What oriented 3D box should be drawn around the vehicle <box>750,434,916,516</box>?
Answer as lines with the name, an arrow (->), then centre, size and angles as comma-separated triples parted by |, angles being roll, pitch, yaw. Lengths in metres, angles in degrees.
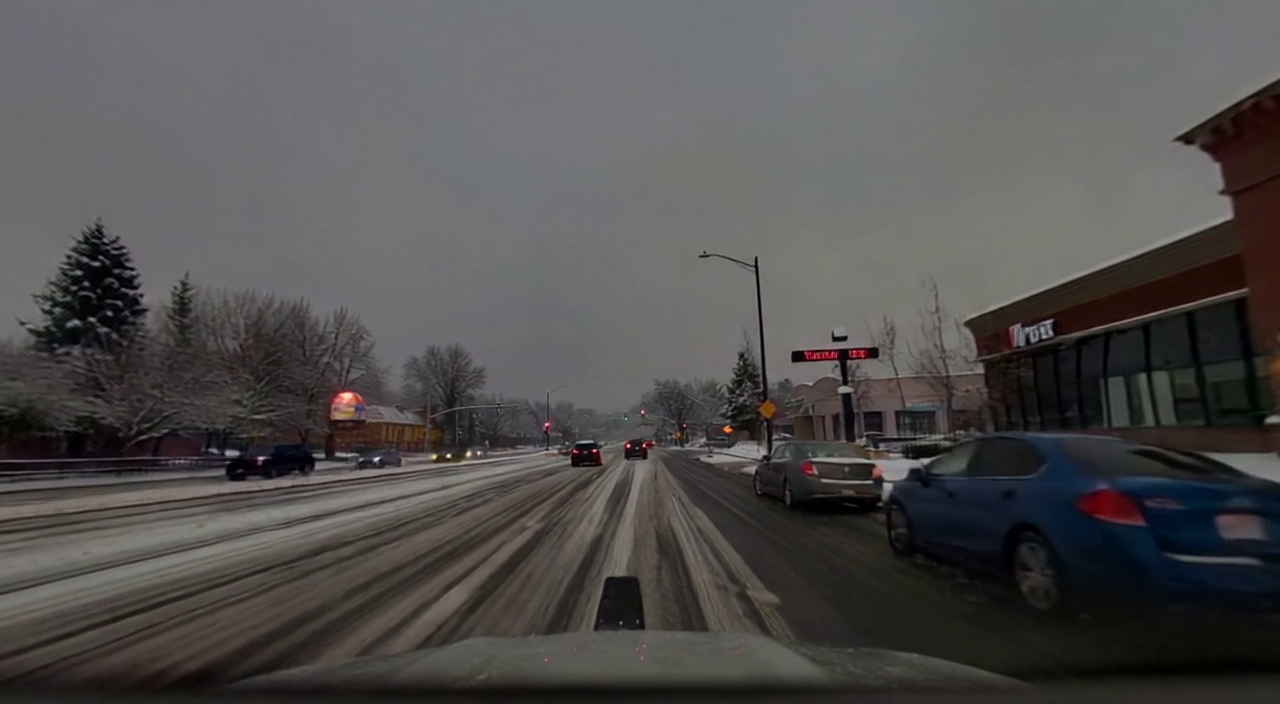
vehicle -> 3.924, 2.597, 13.862 | 2.085, 1.479, 4.633 | 0, -9, -1

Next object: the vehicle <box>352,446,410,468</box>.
vehicle -> -18.586, 7.560, 45.554 | 2.151, 1.495, 4.703 | 0, -9, 0

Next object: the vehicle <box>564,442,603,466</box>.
vehicle -> -3.621, 6.658, 41.440 | 2.179, 1.490, 4.742 | 0, -9, 0

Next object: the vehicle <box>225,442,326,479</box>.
vehicle -> -17.772, 5.310, 31.124 | 2.102, 1.679, 4.690 | 0, -9, 1

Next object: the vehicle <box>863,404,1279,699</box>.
vehicle -> 3.876, 1.390, 5.733 | 1.922, 1.507, 4.824 | 0, -9, 0
